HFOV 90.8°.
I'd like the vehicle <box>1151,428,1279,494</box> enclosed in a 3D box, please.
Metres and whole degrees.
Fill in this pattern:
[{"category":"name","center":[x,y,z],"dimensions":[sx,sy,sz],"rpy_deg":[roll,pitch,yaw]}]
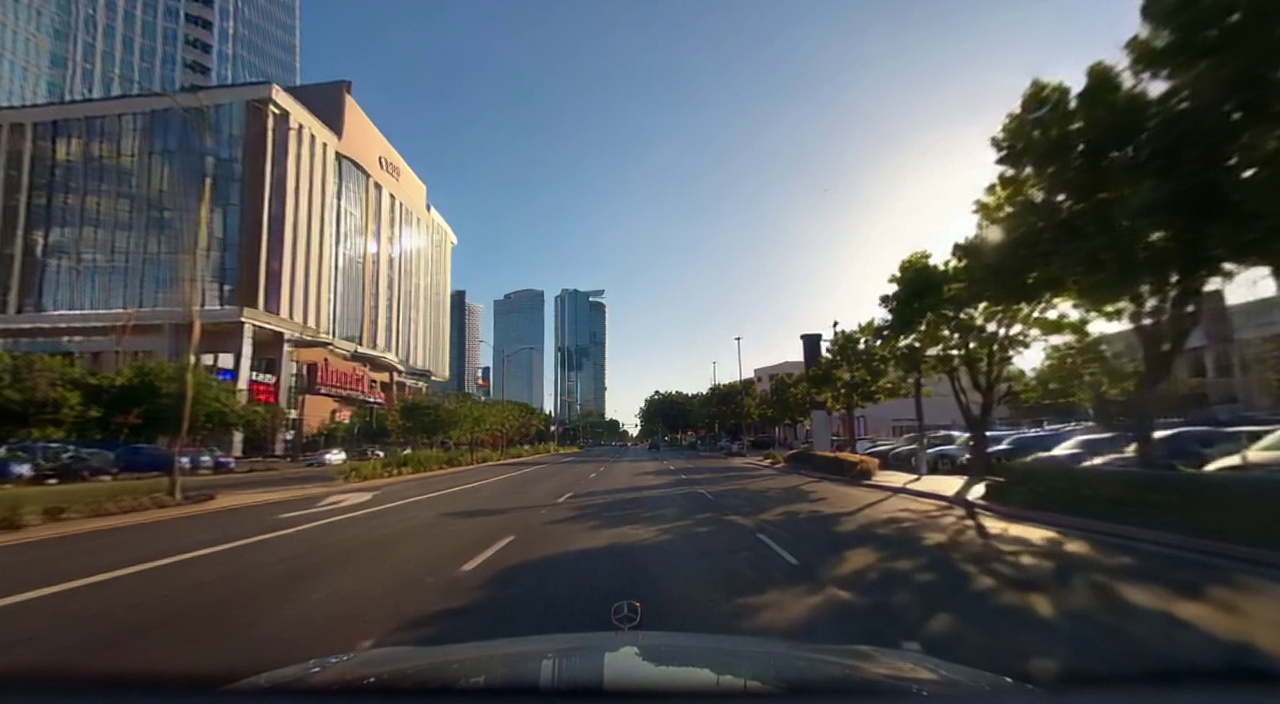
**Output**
[{"category":"vehicle","center":[15.027,2.514,14.820],"dimensions":[1.878,1.458,4.709],"rpy_deg":[-1,-9,-4]}]

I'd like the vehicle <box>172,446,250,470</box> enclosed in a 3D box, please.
[{"category":"vehicle","center":[-30.780,7.582,45.359],"dimensions":[4.189,1.678,1.887],"rpy_deg":[0,-8,1]}]

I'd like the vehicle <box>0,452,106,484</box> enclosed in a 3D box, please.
[{"category":"vehicle","center":[-30.572,5.955,32.529],"dimensions":[4.323,1.467,1.895],"rpy_deg":[-2,-9,-1]}]

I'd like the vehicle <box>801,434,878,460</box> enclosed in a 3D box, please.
[{"category":"vehicle","center":[13.357,6.398,42.468],"dimensions":[4.386,1.570,2.043],"rpy_deg":[-1,-9,-2]}]

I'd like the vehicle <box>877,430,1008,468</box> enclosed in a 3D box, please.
[{"category":"vehicle","center":[14.282,4.593,30.027],"dimensions":[5.134,1.732,2.047],"rpy_deg":[0,-8,0]}]

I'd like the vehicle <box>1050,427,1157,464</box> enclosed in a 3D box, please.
[{"category":"vehicle","center":[24.362,4.935,33.467],"dimensions":[1.917,1.772,5.073],"rpy_deg":[0,-8,2]}]
